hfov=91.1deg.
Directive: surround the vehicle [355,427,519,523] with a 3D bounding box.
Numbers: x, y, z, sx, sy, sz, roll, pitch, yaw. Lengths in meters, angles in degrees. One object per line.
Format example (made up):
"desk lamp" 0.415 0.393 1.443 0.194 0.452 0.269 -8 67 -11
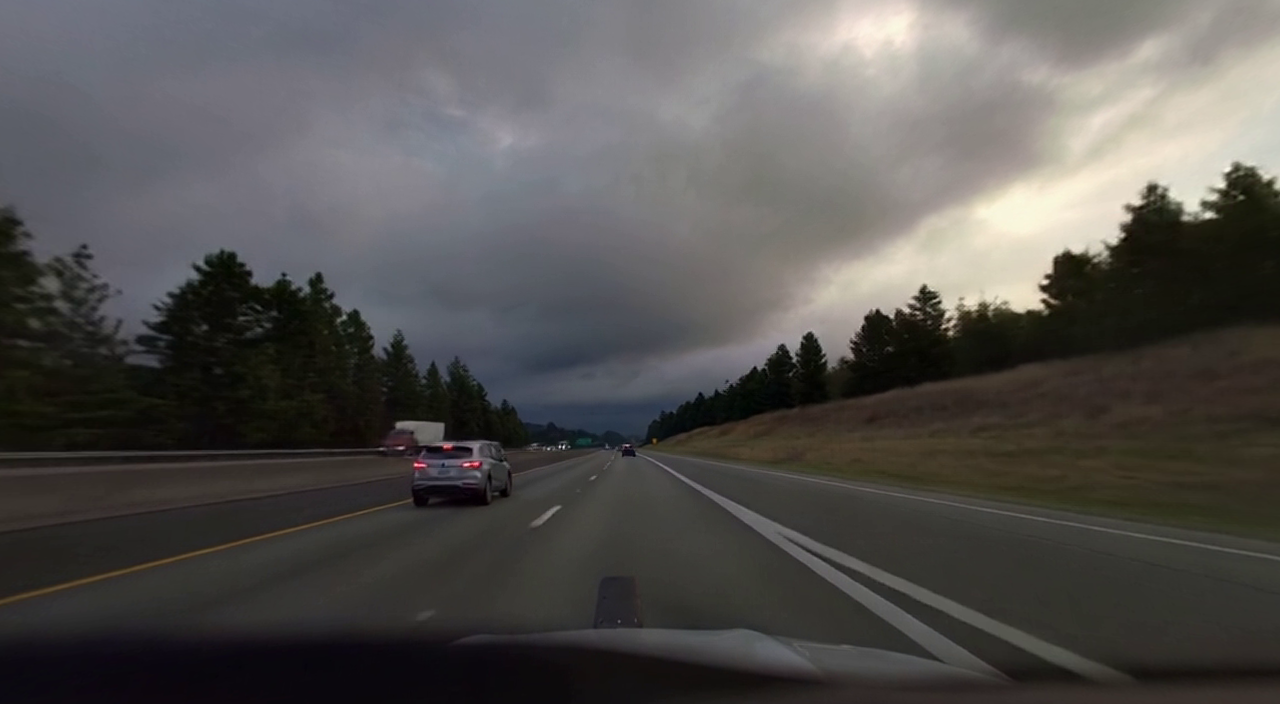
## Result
"vehicle" -4.124 2.581 13.704 2.111 1.717 4.426 0 -9 0
